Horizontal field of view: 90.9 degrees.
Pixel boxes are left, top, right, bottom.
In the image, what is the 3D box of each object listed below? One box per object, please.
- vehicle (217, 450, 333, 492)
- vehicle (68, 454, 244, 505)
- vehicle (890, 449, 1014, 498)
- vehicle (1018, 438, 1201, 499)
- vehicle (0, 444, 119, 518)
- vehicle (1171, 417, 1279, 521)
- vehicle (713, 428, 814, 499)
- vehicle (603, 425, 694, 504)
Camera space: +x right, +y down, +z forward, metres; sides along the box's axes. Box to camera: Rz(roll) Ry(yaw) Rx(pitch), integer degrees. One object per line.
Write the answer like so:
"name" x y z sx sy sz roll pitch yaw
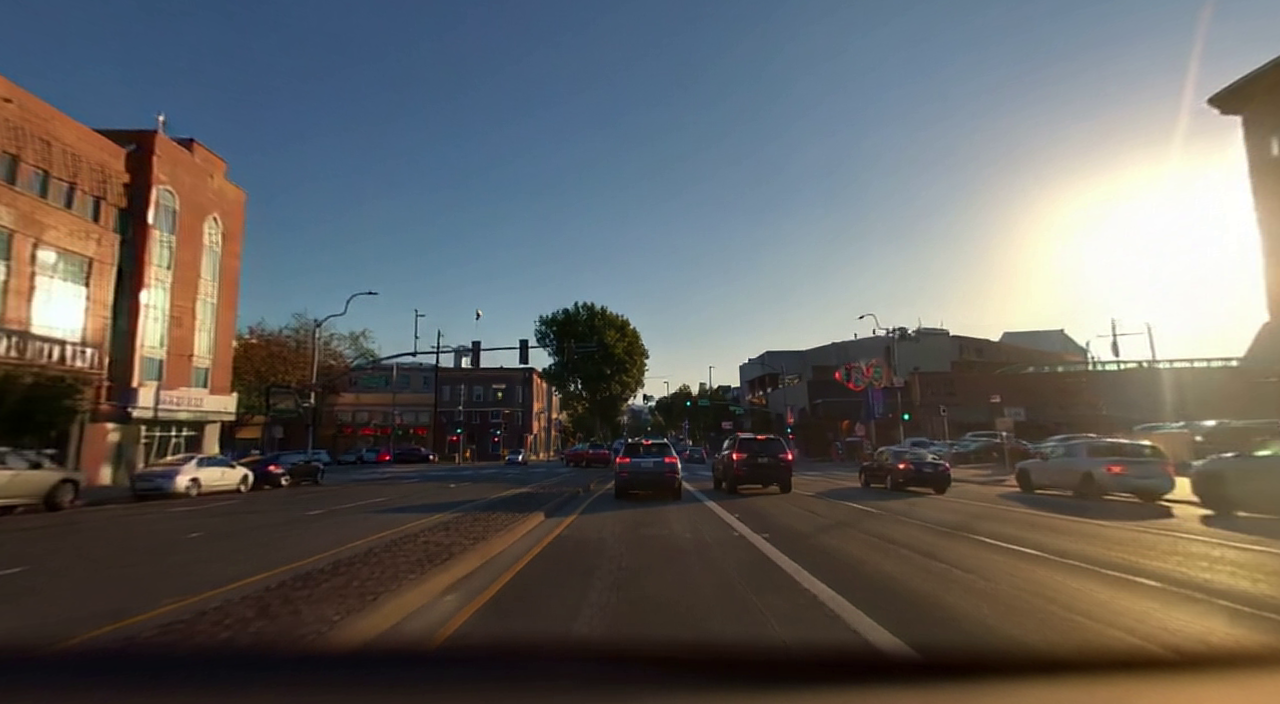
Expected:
"vehicle" -15.628 5.078 27.390 2.096 1.416 4.885 1 -6 0
"vehicle" -15.606 4.094 20.814 1.792 1.429 5.161 0 -9 -1
"vehicle" 10.297 4.016 21.278 1.863 1.426 4.494 0 -8 -1
"vehicle" 13.901 3.493 19.116 2.022 1.590 4.466 -1 -10 -1
"vehicle" -15.623 3.059 15.140 1.825 1.685 5.220 1 -9 -1
"vehicle" 13.859 2.218 12.241 2.172 2.060 5.546 -3 -9 0
"vehicle" 3.681 3.428 19.870 2.115 1.932 5.189 0 -8 0
"vehicle" 0.189 3.040 17.474 2.157 1.863 4.665 0 -8 0
